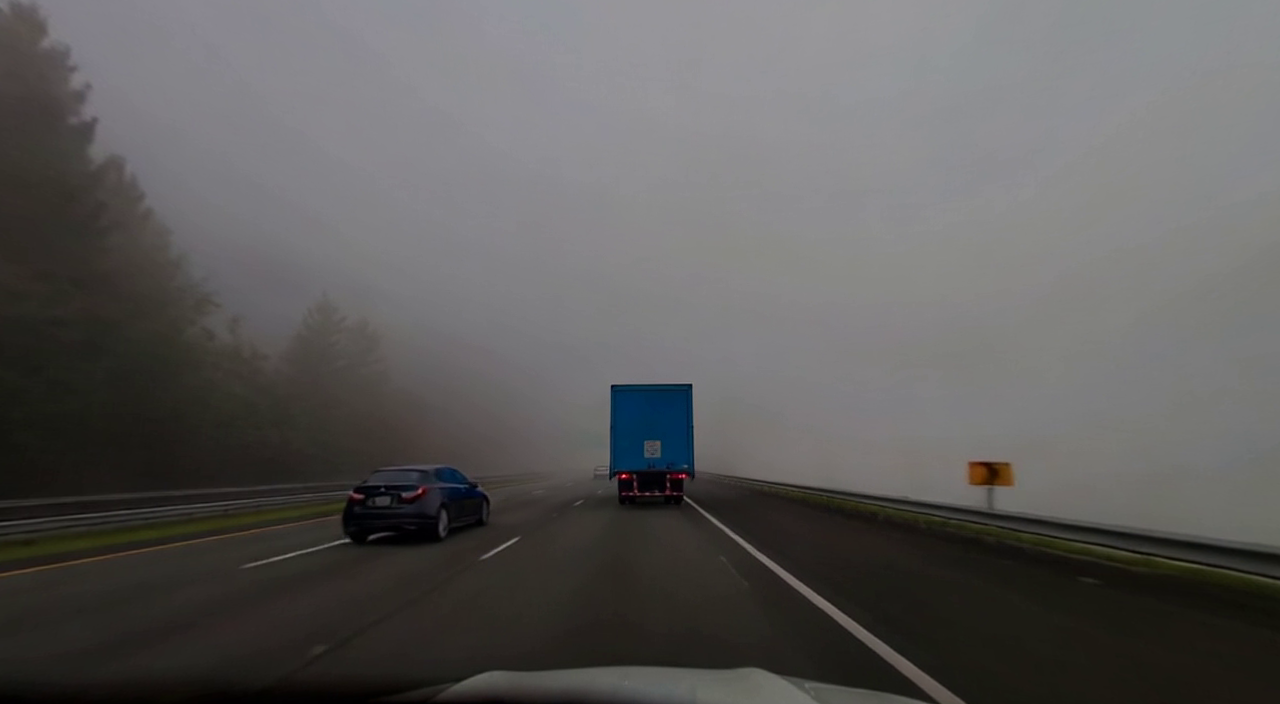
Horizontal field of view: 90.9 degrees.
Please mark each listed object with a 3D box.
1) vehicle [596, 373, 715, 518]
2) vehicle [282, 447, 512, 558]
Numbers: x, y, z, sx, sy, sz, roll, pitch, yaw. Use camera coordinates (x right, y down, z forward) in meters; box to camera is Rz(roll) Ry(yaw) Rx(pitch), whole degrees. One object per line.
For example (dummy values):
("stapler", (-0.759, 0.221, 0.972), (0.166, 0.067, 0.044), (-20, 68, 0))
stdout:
("vehicle", (0.422, 3.224, 20.958), (3.008, 3.678, 9.512), (1, -10, 0))
("vehicle", (-3.880, 2.534, 11.214), (2.079, 1.506, 4.821), (0, -10, 1))
